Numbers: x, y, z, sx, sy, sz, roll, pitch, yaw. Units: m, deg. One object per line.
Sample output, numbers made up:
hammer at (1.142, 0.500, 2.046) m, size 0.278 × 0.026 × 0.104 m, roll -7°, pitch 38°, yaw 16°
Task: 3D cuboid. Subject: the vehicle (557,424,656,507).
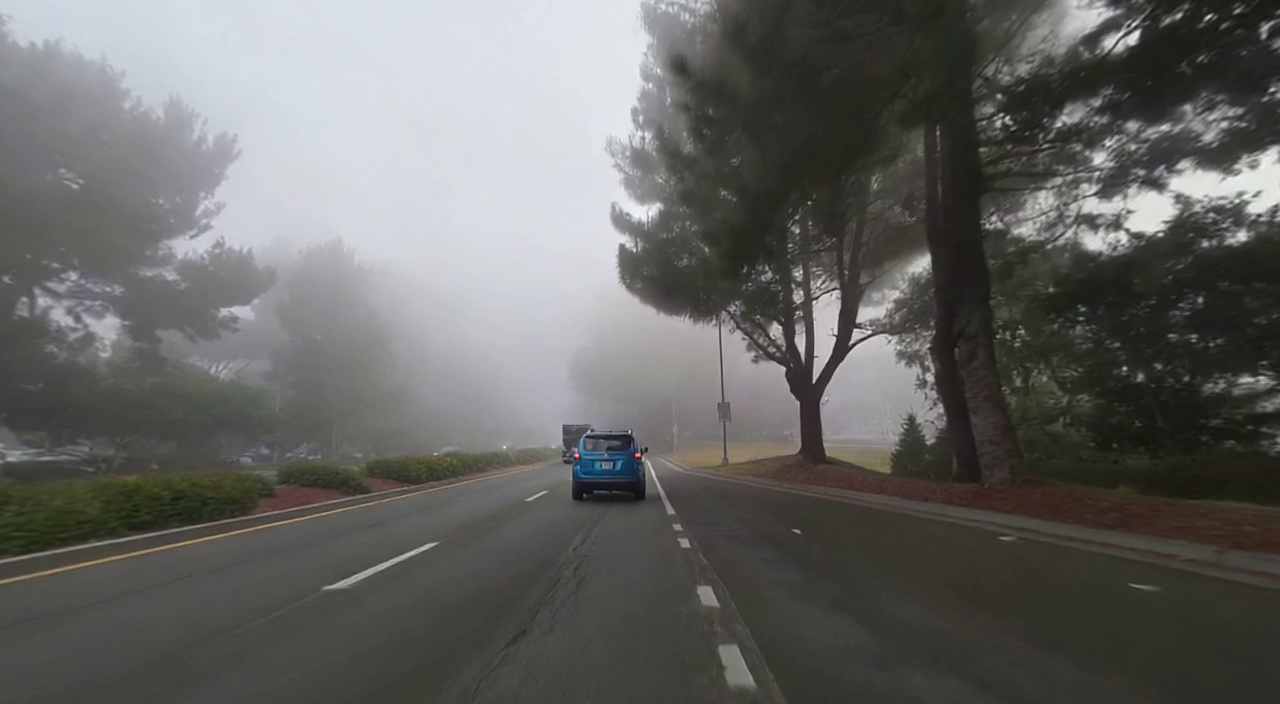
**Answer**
vehicle at (-0.729, 2.766, 15.824) m, size 2.131 × 1.761 × 4.242 m, roll 0°, pitch -8°, yaw 0°
